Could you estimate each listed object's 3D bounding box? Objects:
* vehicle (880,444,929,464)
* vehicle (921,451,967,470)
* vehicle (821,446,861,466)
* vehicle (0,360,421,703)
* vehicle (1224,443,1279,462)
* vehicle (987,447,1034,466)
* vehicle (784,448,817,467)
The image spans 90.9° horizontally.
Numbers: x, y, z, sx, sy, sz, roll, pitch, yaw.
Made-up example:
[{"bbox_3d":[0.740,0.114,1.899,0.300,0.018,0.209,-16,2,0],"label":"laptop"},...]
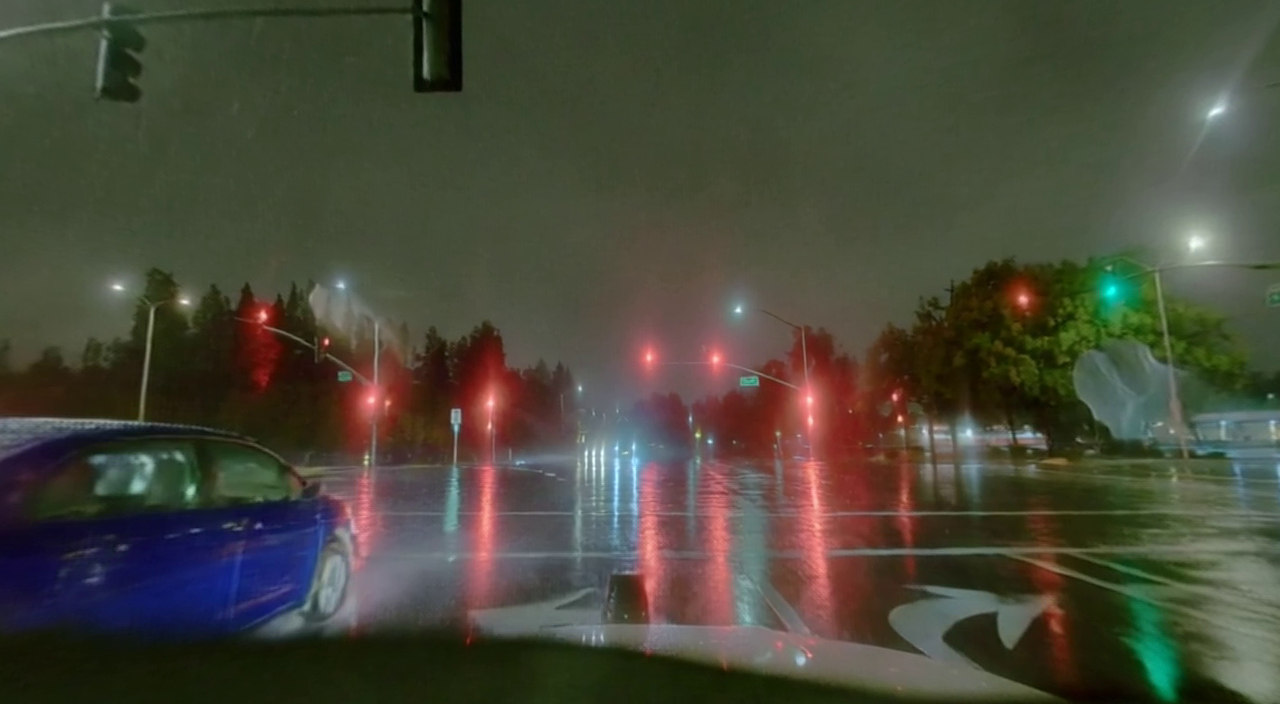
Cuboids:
[{"bbox_3d":[20.686,7.984,49.464,1.815,1.515,4.552,0,-9,0],"label":"vehicle"},{"bbox_3d":[23.203,8.297,48.198,1.633,1.324,3.449,0,-8,-3],"label":"vehicle"},{"bbox_3d":[15.699,8.143,49.401,1.714,1.458,4.206,0,-8,0],"label":"vehicle"},{"bbox_3d":[-3.037,1.040,3.478,2.055,1.573,4.065,-1,-9,2],"label":"vehicle"},{"bbox_3d":[47.008,7.616,48.048,1.574,1.369,3.611,-1,-8,5],"label":"vehicle"},{"bbox_3d":[28.576,8.050,48.704,1.662,1.440,3.583,-1,-8,4],"label":"vehicle"},{"bbox_3d":[12.660,8.307,49.854,1.647,1.386,3.725,-1,-8,1],"label":"vehicle"}]
